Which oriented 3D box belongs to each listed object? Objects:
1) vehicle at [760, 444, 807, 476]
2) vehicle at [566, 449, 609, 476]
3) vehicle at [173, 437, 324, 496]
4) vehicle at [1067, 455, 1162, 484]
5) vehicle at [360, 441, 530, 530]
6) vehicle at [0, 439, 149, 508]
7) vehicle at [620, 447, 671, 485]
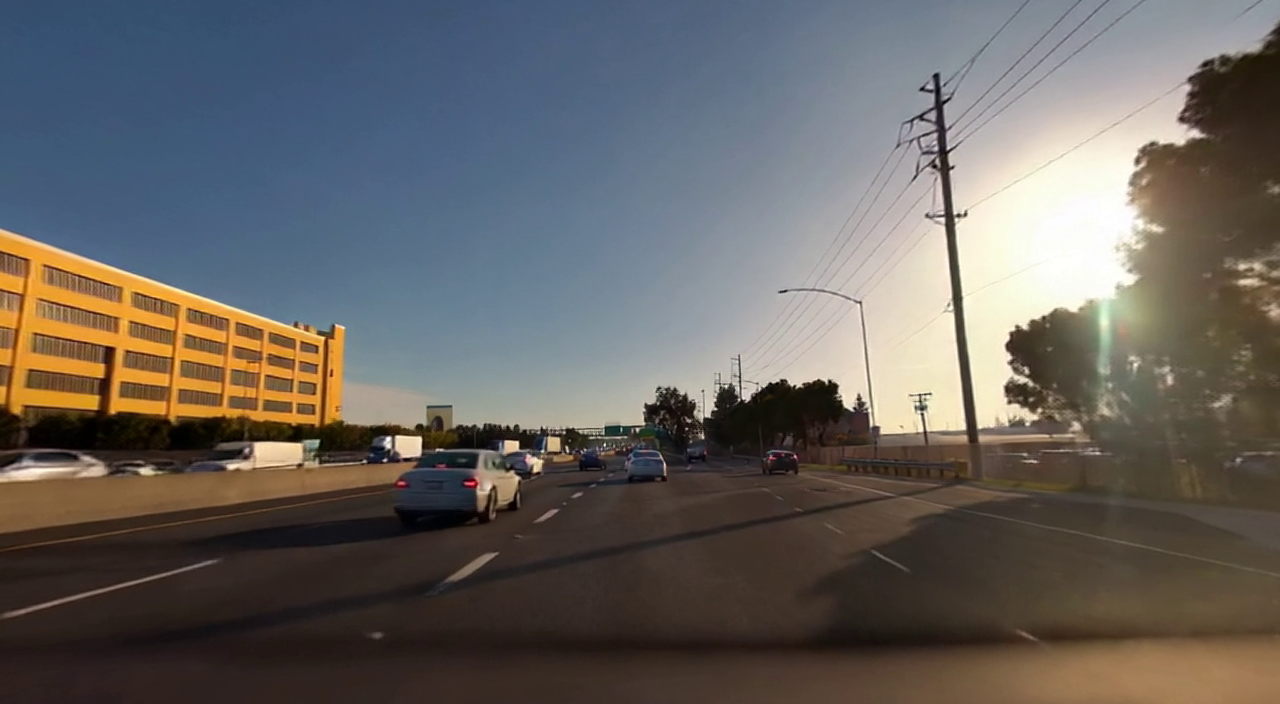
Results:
[{"bbox_3d":[8.792,6.648,39.077,2.106,1.817,4.845,-1,-8,4],"label":"vehicle"},{"bbox_3d":[-3.114,6.636,37.976,2.034,1.466,4.363,-1,-8,3],"label":"vehicle"},{"bbox_3d":[-12.743,3.739,20.974,2.037,1.712,4.530,-1,-8,1],"label":"vehicle"},{"bbox_3d":[27.802,6.867,37.133,1.820,1.512,4.294,1,-9,-9],"label":"vehicle"},{"bbox_3d":[-3.810,2.671,13.345,2.059,1.508,4.662,-1,-8,1],"label":"vehicle"},{"bbox_3d":[-16.471,3.264,17.395,2.017,1.664,4.715,0,-8,0],"label":"vehicle"},{"bbox_3d":[0.243,5.034,28.160,2.107,1.538,3.999,-1,-8,0],"label":"vehicle"}]
